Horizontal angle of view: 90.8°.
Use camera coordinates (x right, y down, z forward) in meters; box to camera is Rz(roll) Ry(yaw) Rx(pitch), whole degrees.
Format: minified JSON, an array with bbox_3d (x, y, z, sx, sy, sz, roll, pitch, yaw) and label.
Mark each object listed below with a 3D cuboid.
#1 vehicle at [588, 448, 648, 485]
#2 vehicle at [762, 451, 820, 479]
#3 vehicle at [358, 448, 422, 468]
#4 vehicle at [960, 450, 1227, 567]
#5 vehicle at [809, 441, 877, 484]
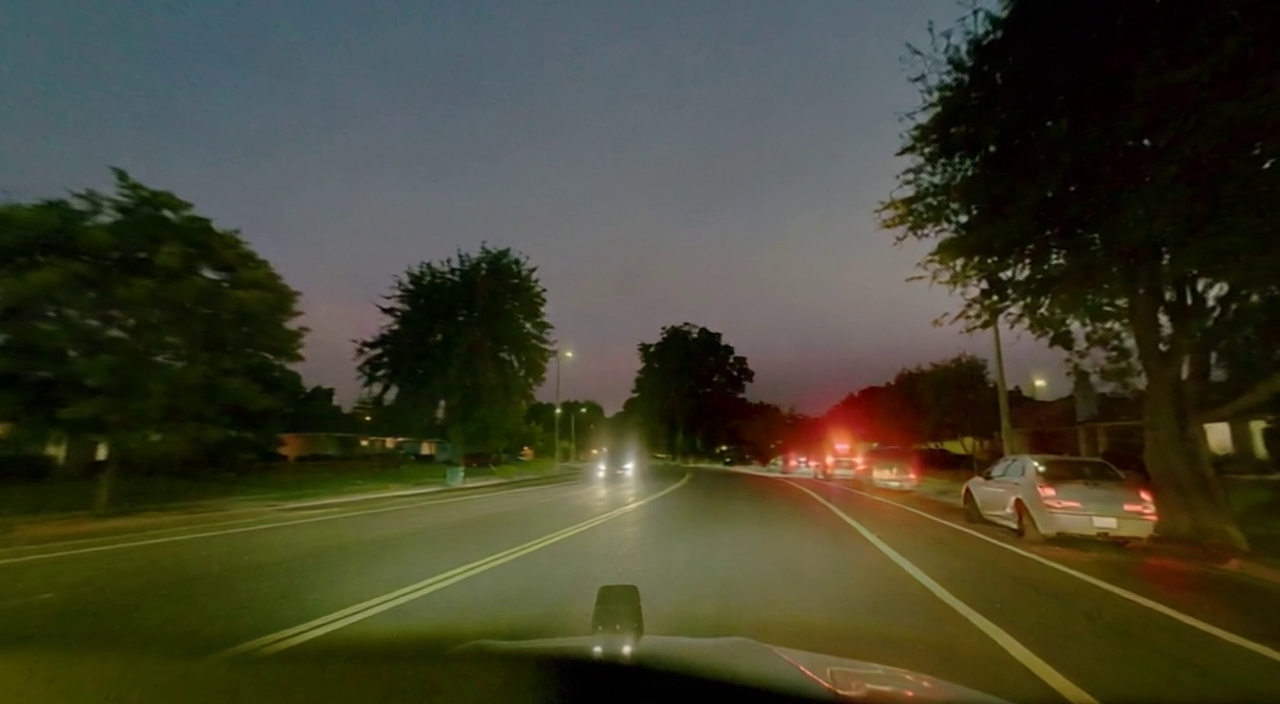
[{"bbox_3d":[-0.953,5.291,29.625,2.058,1.551,4.247,-1,-8,9],"label":"vehicle"},{"bbox_3d":[10.430,7.860,44.209,2.713,1.671,4.939,1,-8,-2],"label":"vehicle"},{"bbox_3d":[-19.005,8.048,48.119,3.977,1.501,2.143,0,-9,3],"label":"vehicle"},{"bbox_3d":[7.440,2.525,11.061,2.080,1.543,4.294,-1,-8,11],"label":"vehicle"},{"bbox_3d":[10.779,5.888,33.995,2.305,2.111,4.965,0,-8,4],"label":"vehicle"}]
